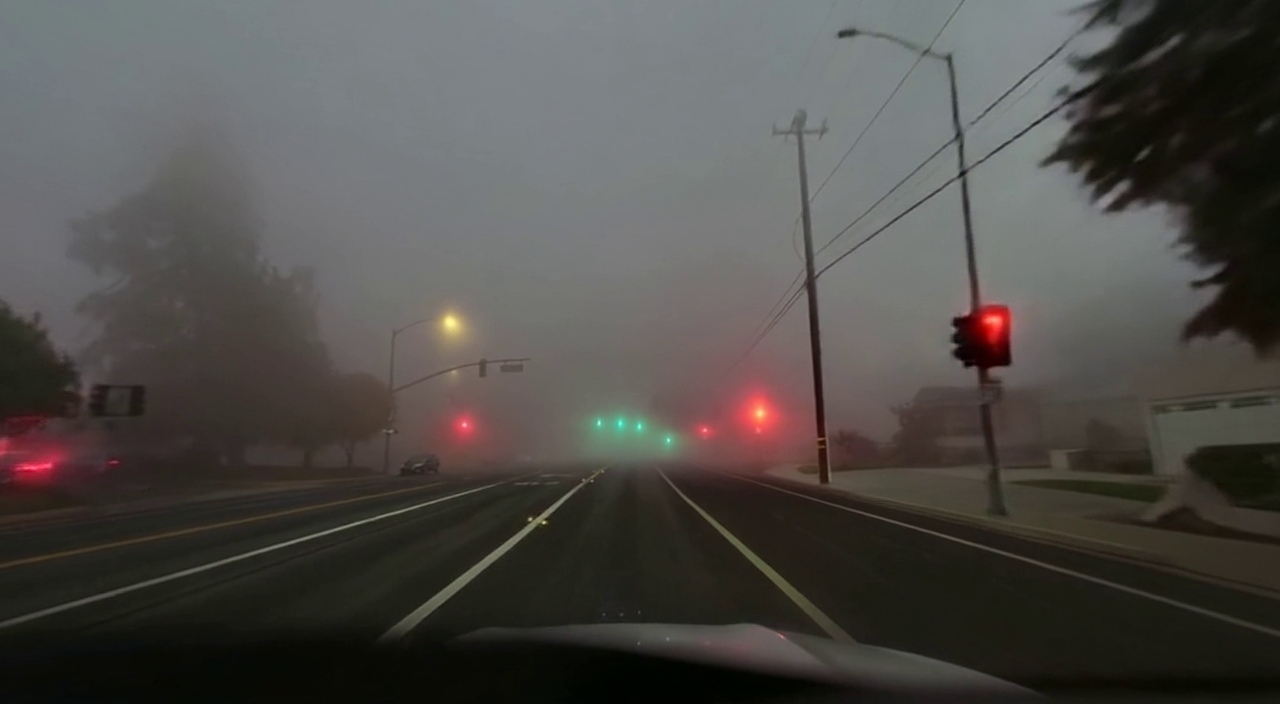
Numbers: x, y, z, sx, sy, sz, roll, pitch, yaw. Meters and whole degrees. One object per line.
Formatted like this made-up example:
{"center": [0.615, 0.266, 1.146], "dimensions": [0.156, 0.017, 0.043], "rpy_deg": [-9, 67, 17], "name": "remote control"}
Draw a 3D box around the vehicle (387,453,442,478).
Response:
{"center": [-14.074, 7.093, 39.711], "dimensions": [1.888, 1.470, 4.282], "rpy_deg": [0, -9, 0], "name": "vehicle"}
